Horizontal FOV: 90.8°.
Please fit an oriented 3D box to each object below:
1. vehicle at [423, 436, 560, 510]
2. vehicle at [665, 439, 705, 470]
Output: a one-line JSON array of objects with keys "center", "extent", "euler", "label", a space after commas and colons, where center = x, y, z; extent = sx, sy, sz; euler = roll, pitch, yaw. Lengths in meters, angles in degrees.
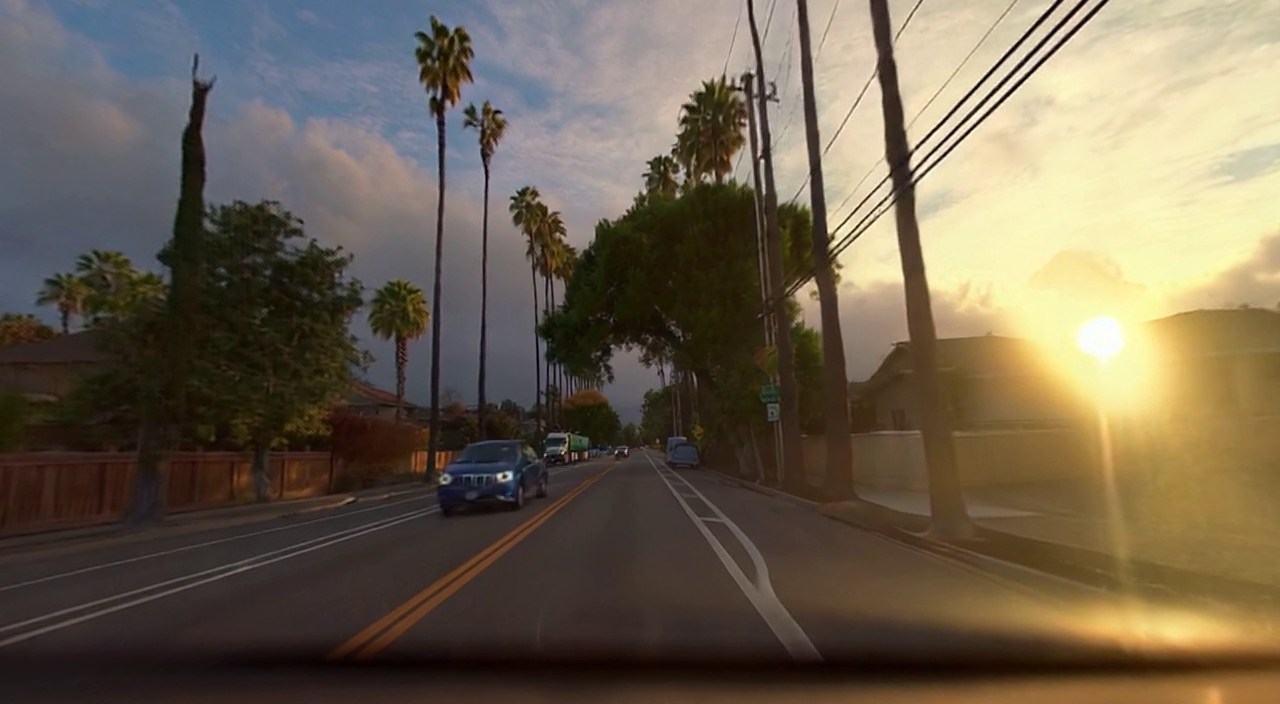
[{"center": [-3.750, 3.183, 17.264], "extent": [2.336, 1.669, 5.581], "euler": [0, -9, 1], "label": "vehicle"}, {"center": [2.885, 6.740, 41.692], "extent": [2.168, 1.851, 4.861], "euler": [0, -9, -1], "label": "vehicle"}]
